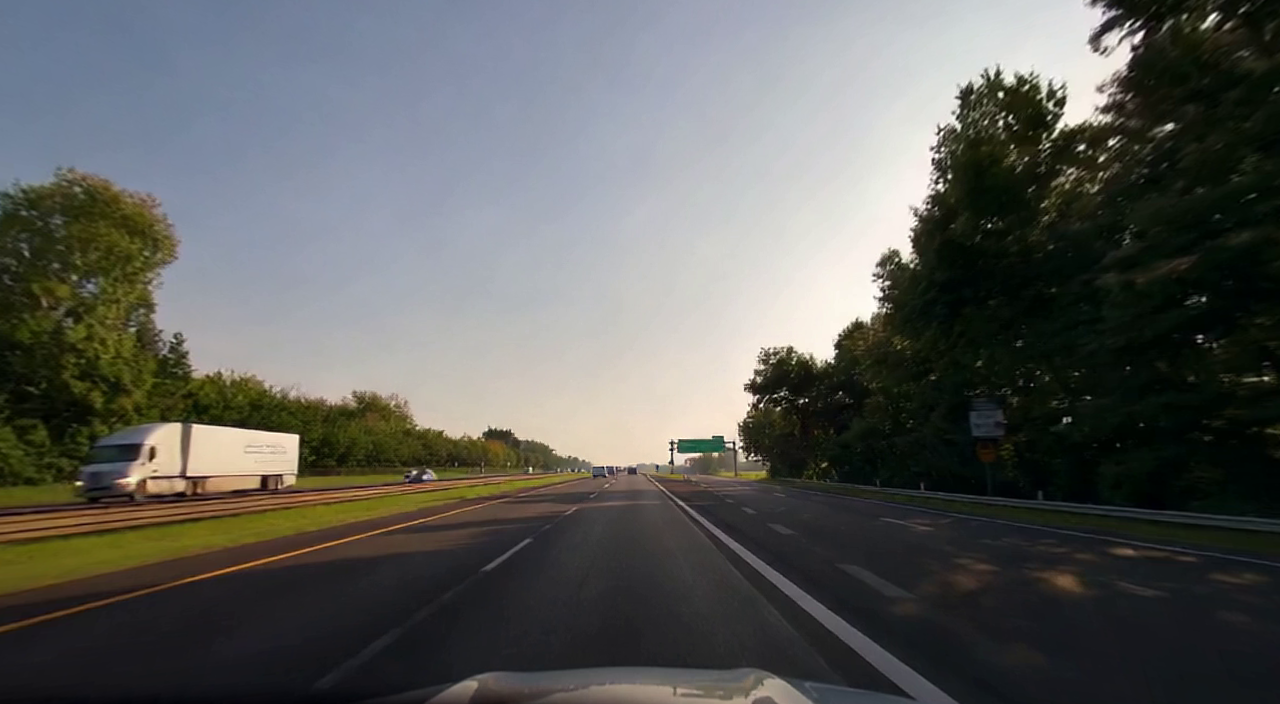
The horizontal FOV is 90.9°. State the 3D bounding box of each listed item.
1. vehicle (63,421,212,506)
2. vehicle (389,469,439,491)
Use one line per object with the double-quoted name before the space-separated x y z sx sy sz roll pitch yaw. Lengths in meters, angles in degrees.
"vehicle" -26.241 5.906 33.384 3.011 4.011 5.861 2 -11 -5
"vehicle" -16.311 9.223 45.634 1.874 1.496 4.616 1 -11 0
